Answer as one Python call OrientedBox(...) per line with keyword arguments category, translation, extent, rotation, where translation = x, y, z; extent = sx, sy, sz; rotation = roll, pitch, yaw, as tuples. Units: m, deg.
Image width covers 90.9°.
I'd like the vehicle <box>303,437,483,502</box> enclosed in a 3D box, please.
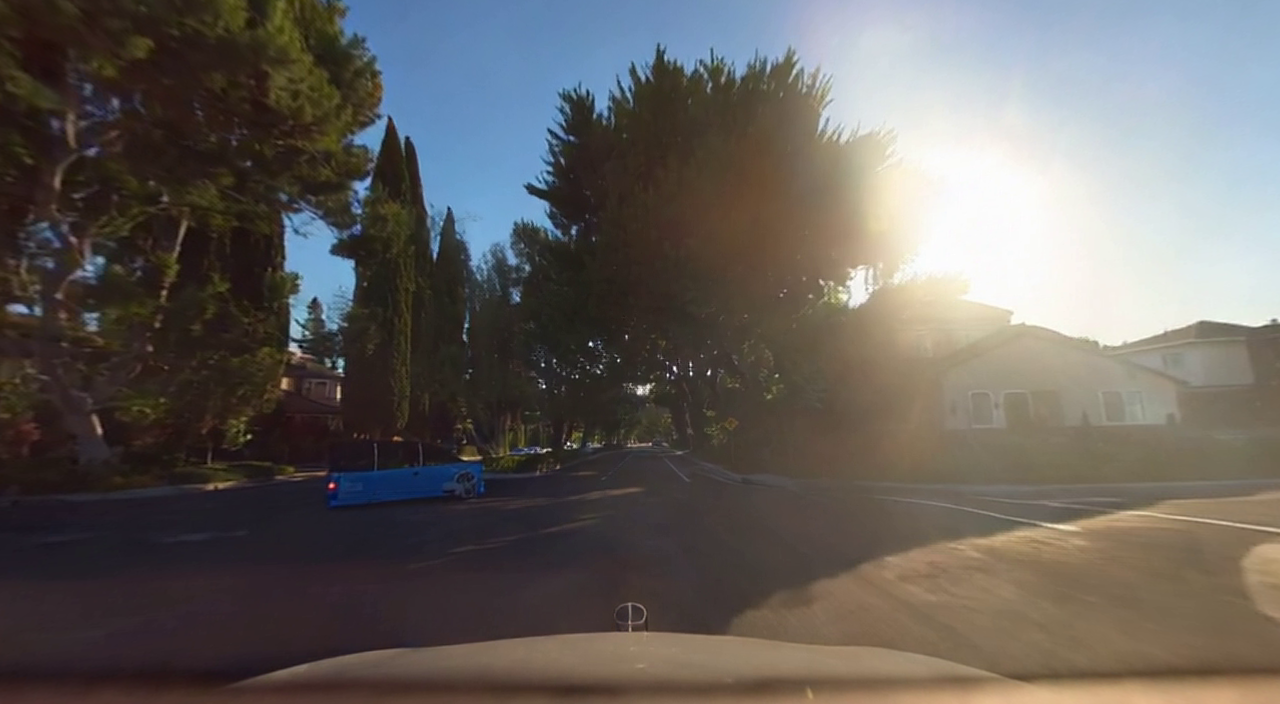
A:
OrientedBox(category="vehicle", translation=(-7.213, 3.446, 19.030), extent=(2.170, 1.666, 4.788), rotation=(-5, -9, 26))
